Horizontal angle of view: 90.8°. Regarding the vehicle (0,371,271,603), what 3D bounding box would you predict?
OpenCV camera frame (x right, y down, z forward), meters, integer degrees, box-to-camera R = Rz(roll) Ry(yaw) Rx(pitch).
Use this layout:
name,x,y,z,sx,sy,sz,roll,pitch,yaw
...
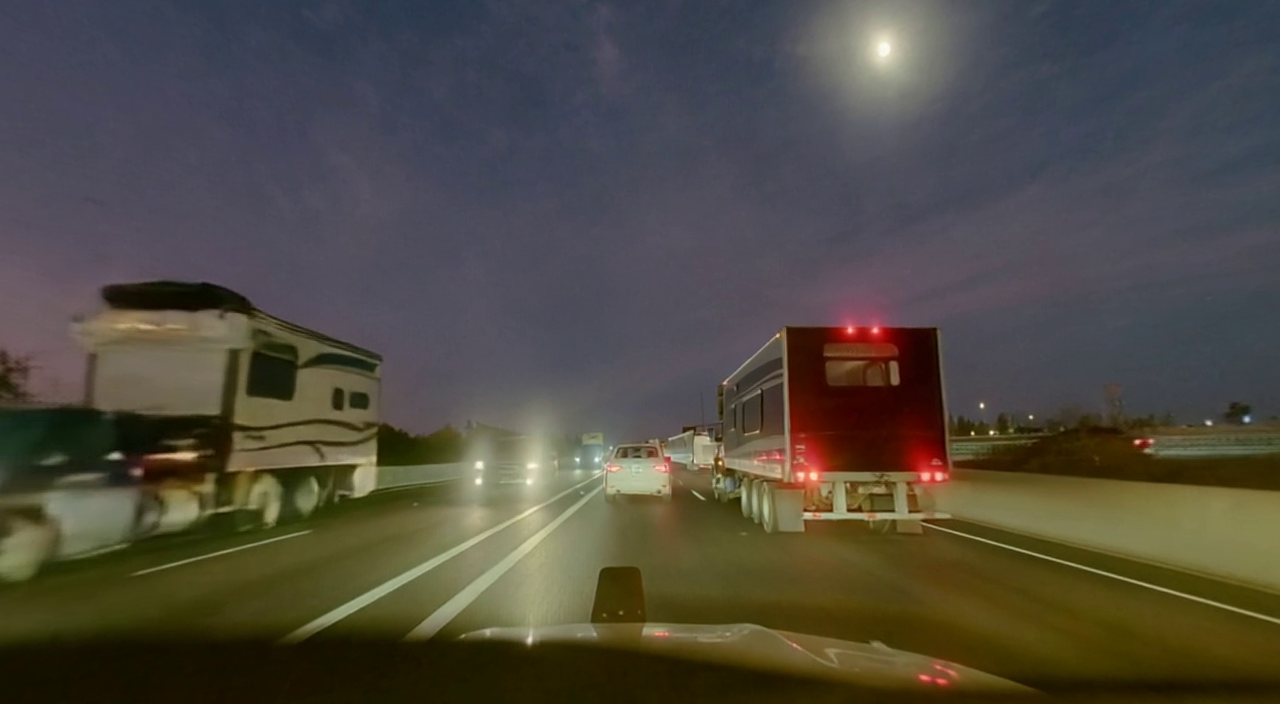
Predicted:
name,x,y,z,sx,sy,sz,roll,pitch,yaw
vehicle,-6.901,1.483,7.364,2.155,2.087,4.882,0,-9,1

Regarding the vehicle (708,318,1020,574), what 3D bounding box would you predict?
name,x,y,z,sx,sy,sz,roll,pitch,yaw
vehicle,2.951,1.596,10.945,2.533,2.942,7.280,0,-9,-1

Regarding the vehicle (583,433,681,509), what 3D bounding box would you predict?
name,x,y,z,sx,sy,sz,roll,pitch,yaw
vehicle,-0.161,3.018,16.404,2.201,1.719,4.058,0,-9,1

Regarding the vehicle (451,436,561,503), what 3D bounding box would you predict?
name,x,y,z,sx,sy,sz,roll,pitch,yaw
vehicle,-3.685,3.331,18.250,2.098,1.659,4.432,0,-9,1

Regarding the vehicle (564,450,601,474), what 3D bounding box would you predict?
name,x,y,z,sx,sy,sz,roll,pitch,yaw
vehicle,-3.641,7.042,40.652,1.933,1.465,3.898,0,-9,2
